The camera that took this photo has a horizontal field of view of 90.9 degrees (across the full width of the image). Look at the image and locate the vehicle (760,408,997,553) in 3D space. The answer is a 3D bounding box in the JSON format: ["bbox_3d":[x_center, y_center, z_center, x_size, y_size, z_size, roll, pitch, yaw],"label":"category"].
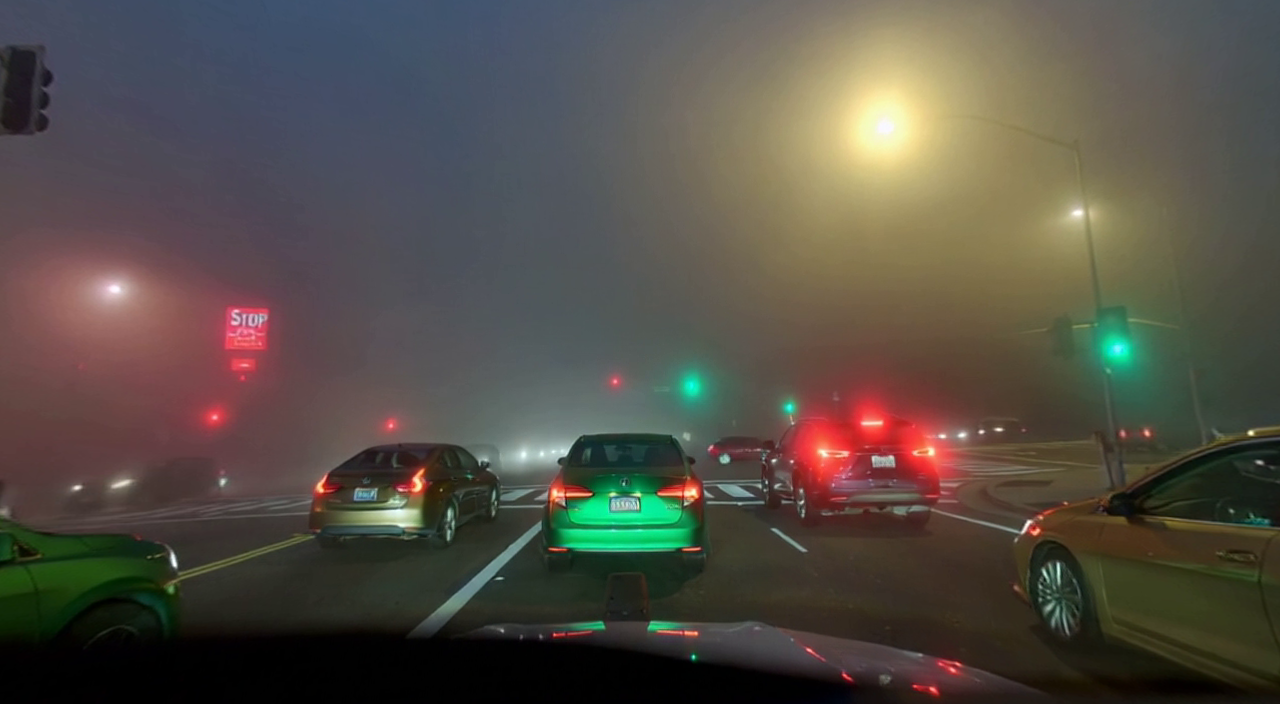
[{"bbox_3d":[3.306,1.868,9.813,1.992,1.744,4.183,0,-8,-1],"label":"vehicle"}]

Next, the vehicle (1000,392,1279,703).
[{"bbox_3d":[3.942,0.970,3.115,1.800,1.519,4.198,0,-8,0],"label":"vehicle"}]

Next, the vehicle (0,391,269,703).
[{"bbox_3d":[-3.479,0.849,1.844,2.016,1.547,4.414,0,-8,1],"label":"vehicle"}]

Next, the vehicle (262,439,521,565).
[{"bbox_3d":[-3.301,2.069,9.540,1.995,1.436,4.373,-1,-8,2],"label":"vehicle"}]

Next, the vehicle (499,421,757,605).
[{"bbox_3d":[-0.134,1.645,7.364,2.140,1.499,4.119,0,-8,-1],"label":"vehicle"}]
